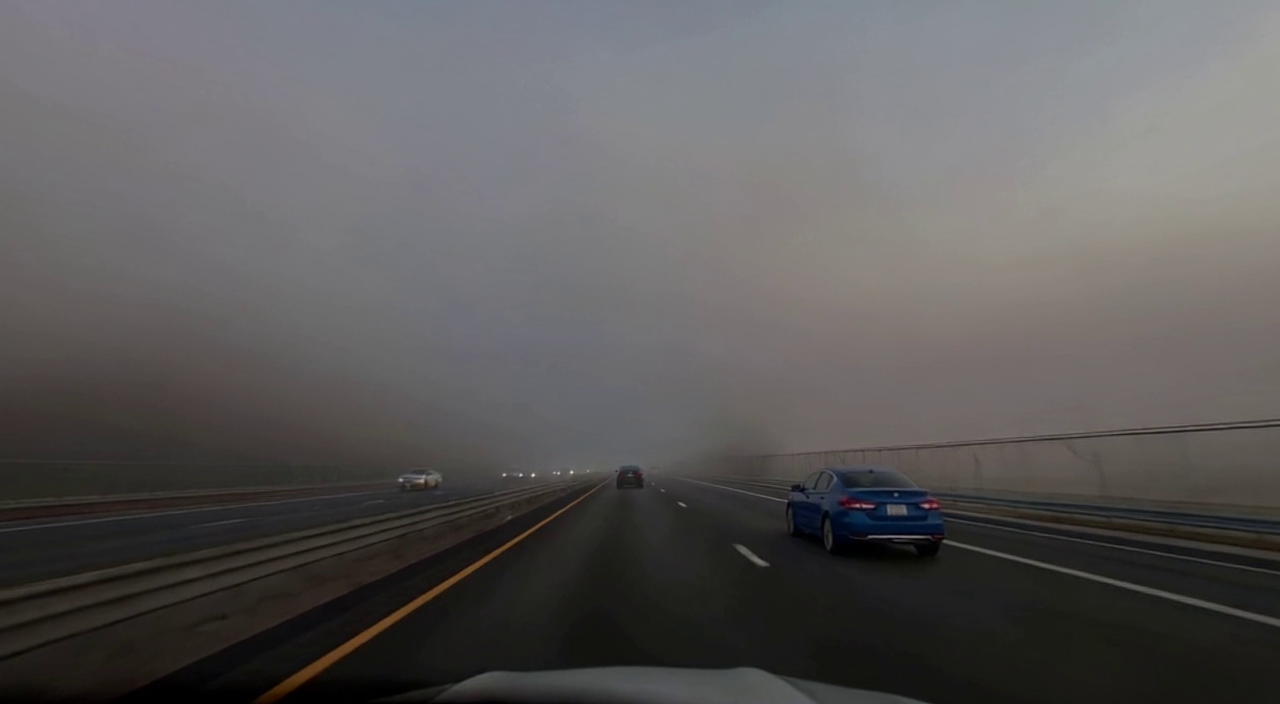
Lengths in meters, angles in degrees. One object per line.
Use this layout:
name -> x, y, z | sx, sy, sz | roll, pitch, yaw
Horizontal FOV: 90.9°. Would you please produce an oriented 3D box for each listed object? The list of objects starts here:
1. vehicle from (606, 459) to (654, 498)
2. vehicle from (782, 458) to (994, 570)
vehicle -> -0.458, 5.772, 28.972 | 2.037, 1.605, 3.833 | 1, -11, -1
vehicle -> 3.909, 2.636, 10.830 | 1.938, 1.494, 4.032 | 1, -11, -1
